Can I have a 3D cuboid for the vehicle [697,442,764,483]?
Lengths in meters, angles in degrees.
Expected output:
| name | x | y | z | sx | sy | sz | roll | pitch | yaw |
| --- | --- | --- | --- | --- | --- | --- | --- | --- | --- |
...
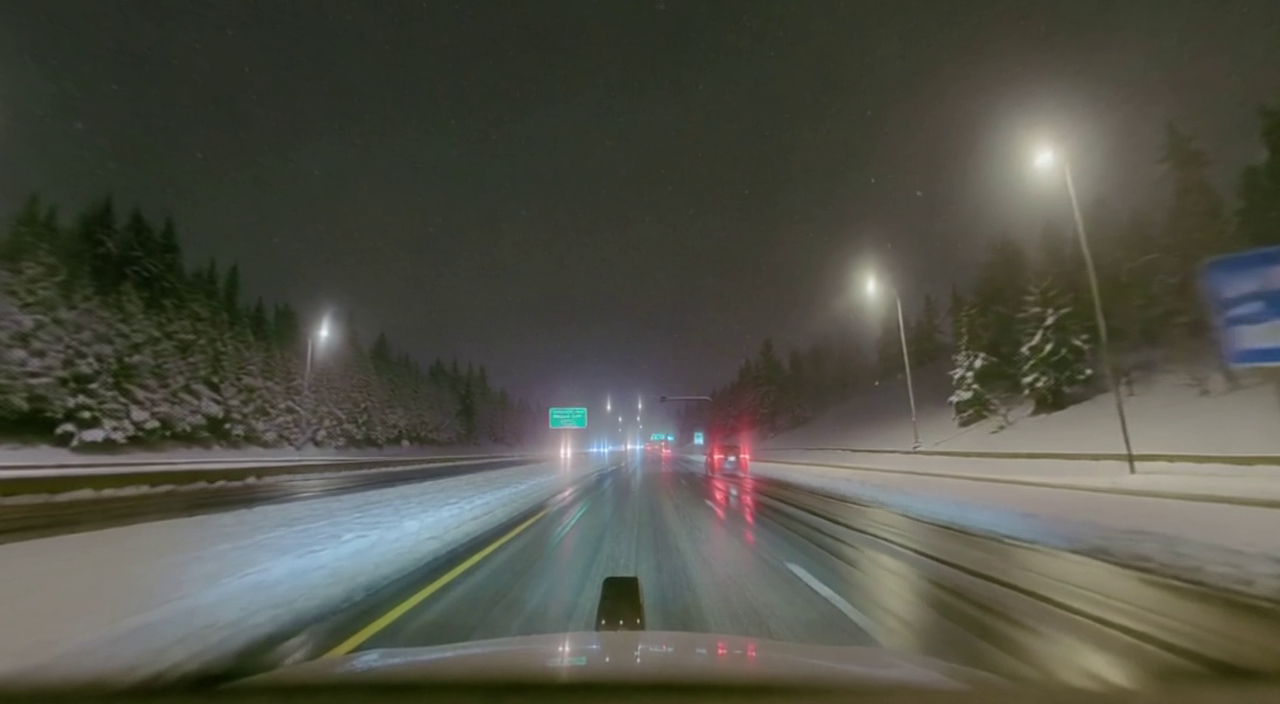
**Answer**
| name | x | y | z | sx | sy | sz | roll | pitch | yaw |
| --- | --- | --- | --- | --- | --- | --- | --- | --- | --- |
| vehicle | 3.547 | 4.438 | 25.495 | 2.033 | 1.501 | 4.398 | 0 | -9 | -1 |
